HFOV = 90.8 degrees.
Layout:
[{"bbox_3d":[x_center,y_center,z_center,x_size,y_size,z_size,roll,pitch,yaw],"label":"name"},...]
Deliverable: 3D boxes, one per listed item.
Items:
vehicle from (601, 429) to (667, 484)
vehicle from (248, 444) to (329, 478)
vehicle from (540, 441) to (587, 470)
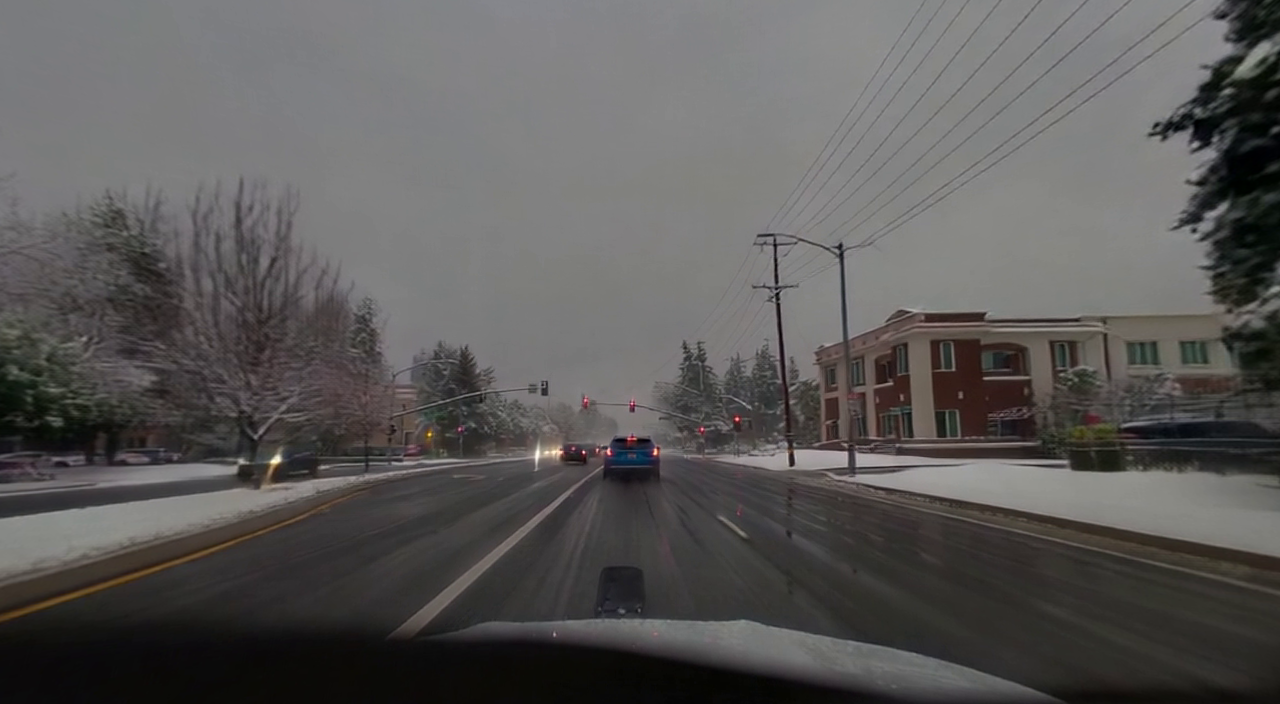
[{"bbox_3d":[-0.228,3.777,23.027,2.188,1.782,3.982,0,-8,-1],"label":"vehicle"},{"bbox_3d":[-19.389,6.013,35.147,1.945,1.700,4.465,0,-8,0],"label":"vehicle"},{"bbox_3d":[-4.051,5.580,34.271,2.075,1.474,4.367,0,-8,-1],"label":"vehicle"}]
